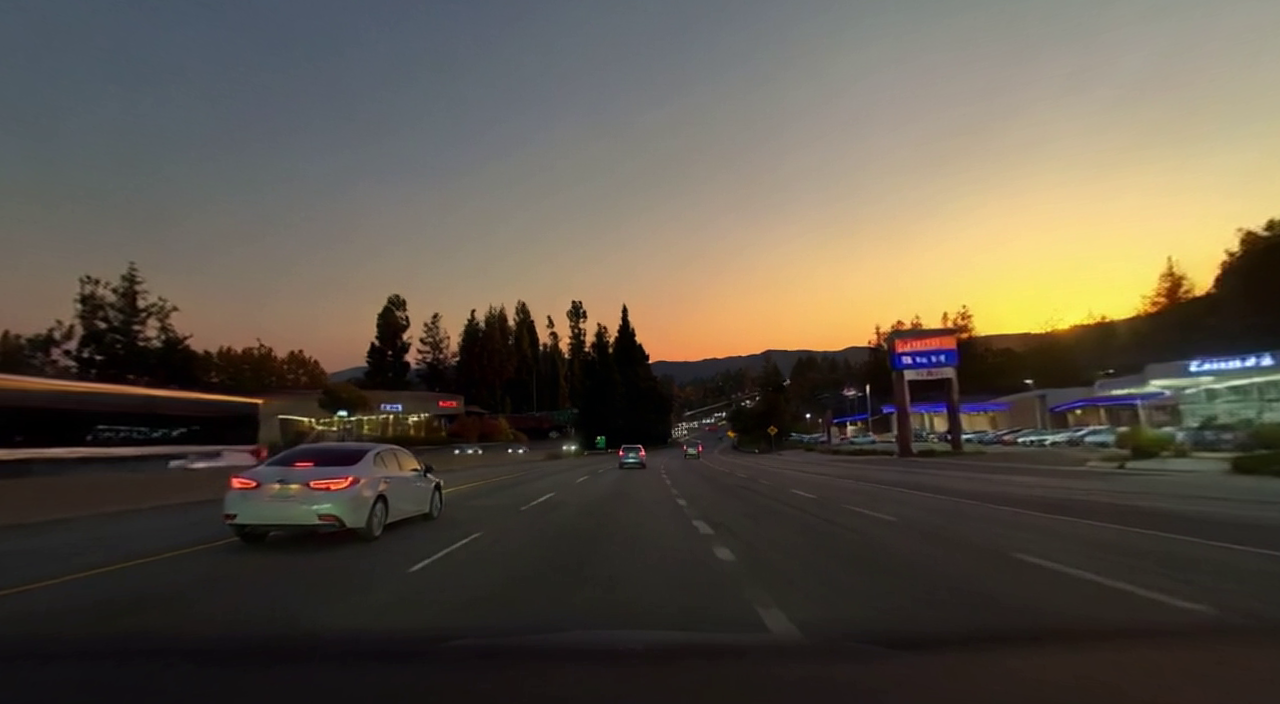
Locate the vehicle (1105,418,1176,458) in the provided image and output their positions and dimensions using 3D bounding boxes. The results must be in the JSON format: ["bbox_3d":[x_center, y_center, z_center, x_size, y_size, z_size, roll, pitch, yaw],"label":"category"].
[{"bbox_3d":[25.246,4.382,31.821,4.384,1.848,2.061,9,-13,-44],"label":"vehicle"}]

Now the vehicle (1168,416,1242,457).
[{"bbox_3d":[26.677,4.032,29.767,4.472,1.804,2.149,9,-12,-44],"label":"vehicle"}]

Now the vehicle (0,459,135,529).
[{"bbox_3d":[-14.942,3.347,15.201,1.933,1.441,4.319,0,-9,1],"label":"vehicle"}]

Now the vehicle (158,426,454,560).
[{"bbox_3d":[-4.425,1.925,9.411,1.907,1.483,4.562,0,-9,0],"label":"vehicle"}]

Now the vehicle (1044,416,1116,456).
[{"bbox_3d":[23.377,4.489,33.490,4.718,1.998,2.027,8,-12,-42],"label":"vehicle"}]

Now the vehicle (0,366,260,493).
[{"bbox_3d":[-22.449,3.351,26.079,3.012,4.161,16.545,0,-9,1],"label":"vehicle"}]

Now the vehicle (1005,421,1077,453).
[{"bbox_3d":[23.791,5.074,37.410,4.419,1.749,2.055,6,-11,-37],"label":"vehicle"}]

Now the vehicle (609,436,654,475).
[{"bbox_3d":[-0.353,5.440,33.431,2.155,1.856,4.796,0,-9,2],"label":"vehicle"}]
